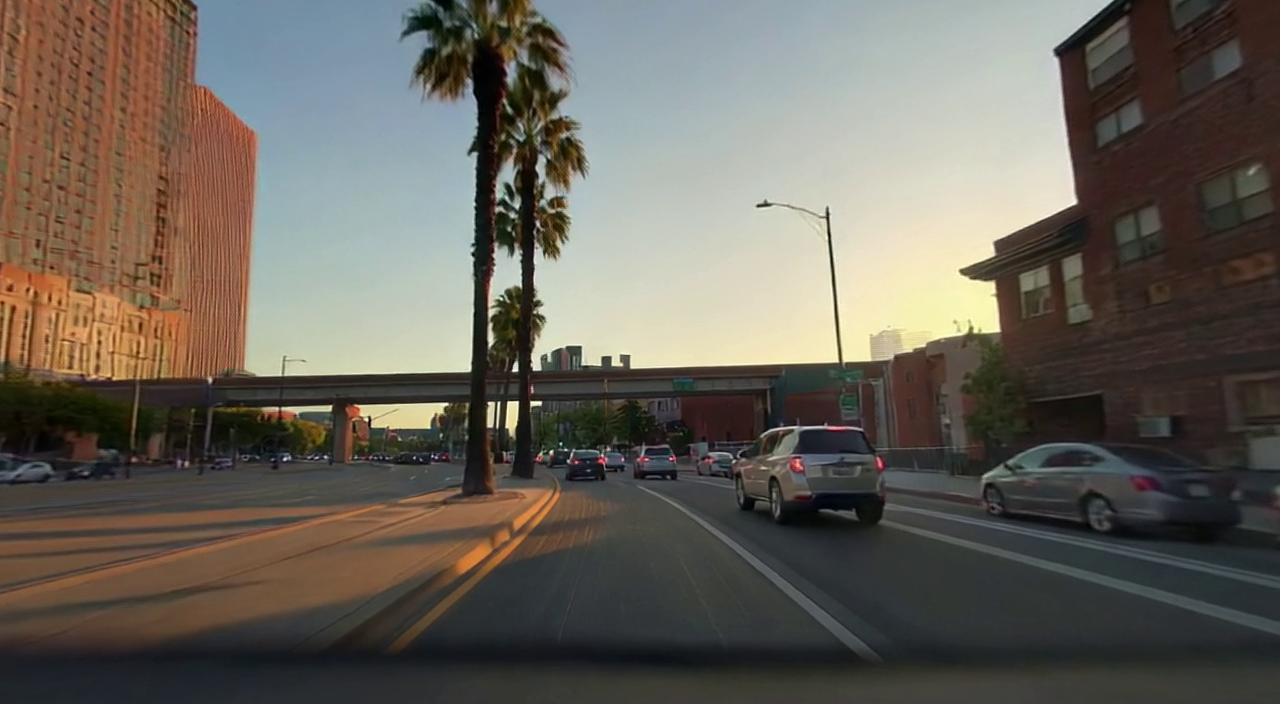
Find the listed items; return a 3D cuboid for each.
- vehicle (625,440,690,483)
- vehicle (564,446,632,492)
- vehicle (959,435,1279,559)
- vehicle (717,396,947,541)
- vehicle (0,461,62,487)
[{"bbox_3d":[0.742,5.455,31.845,2.407,1.991,5.130,1,-9,-9],"label":"vehicle"},{"bbox_3d":[-1.791,4.569,25.194,2.332,1.625,4.933,1,-9,-8],"label":"vehicle"},{"bbox_3d":[7.587,2.139,10.186,2.160,1.494,4.721,0,-9,-4],"label":"vehicle"},{"bbox_3d":[3.261,2.151,12.246,2.434,2.171,5.098,1,-9,-5],"label":"vehicle"},{"bbox_3d":[-38.187,7.522,39.094,1.623,1.409,3.461,0,-9,-4],"label":"vehicle"}]
